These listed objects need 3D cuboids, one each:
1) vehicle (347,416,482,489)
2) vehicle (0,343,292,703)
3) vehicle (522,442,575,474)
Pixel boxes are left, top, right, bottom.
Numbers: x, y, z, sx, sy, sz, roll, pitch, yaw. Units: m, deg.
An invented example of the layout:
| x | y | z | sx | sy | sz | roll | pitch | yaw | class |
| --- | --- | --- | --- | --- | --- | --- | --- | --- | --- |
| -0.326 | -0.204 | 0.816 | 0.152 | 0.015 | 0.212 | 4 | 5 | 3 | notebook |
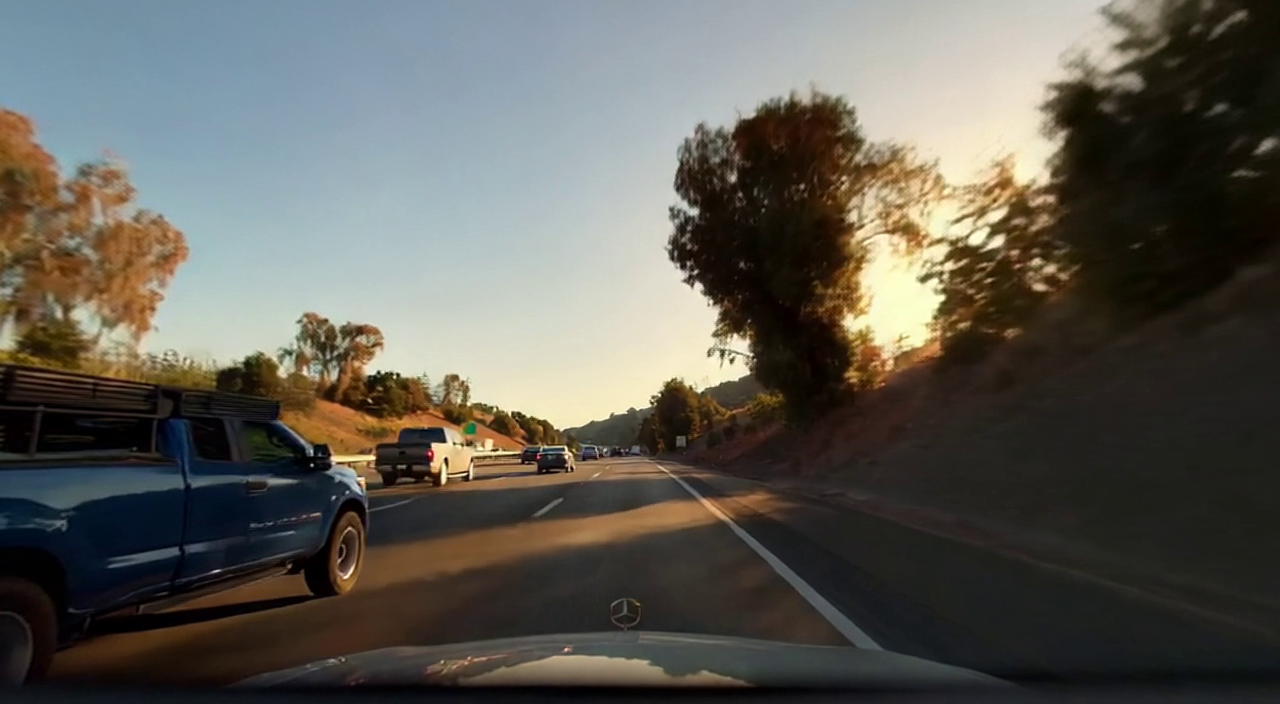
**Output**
| x | y | z | sx | sy | sz | roll | pitch | yaw | class |
| --- | --- | --- | --- | --- | --- | --- | --- | --- | --- |
| -7.795 | 3.590 | 22.658 | 2.594 | 2.254 | 6.028 | 0 | -9 | 0 | vehicle |
| -4.081 | 0.835 | 2.700 | 2.200 | 1.807 | 5.041 | 0 | -9 | 1 | vehicle |
| -4.628 | 5.452 | 32.506 | 2.012 | 1.509 | 4.359 | 0 | -9 | 1 | vehicle |
